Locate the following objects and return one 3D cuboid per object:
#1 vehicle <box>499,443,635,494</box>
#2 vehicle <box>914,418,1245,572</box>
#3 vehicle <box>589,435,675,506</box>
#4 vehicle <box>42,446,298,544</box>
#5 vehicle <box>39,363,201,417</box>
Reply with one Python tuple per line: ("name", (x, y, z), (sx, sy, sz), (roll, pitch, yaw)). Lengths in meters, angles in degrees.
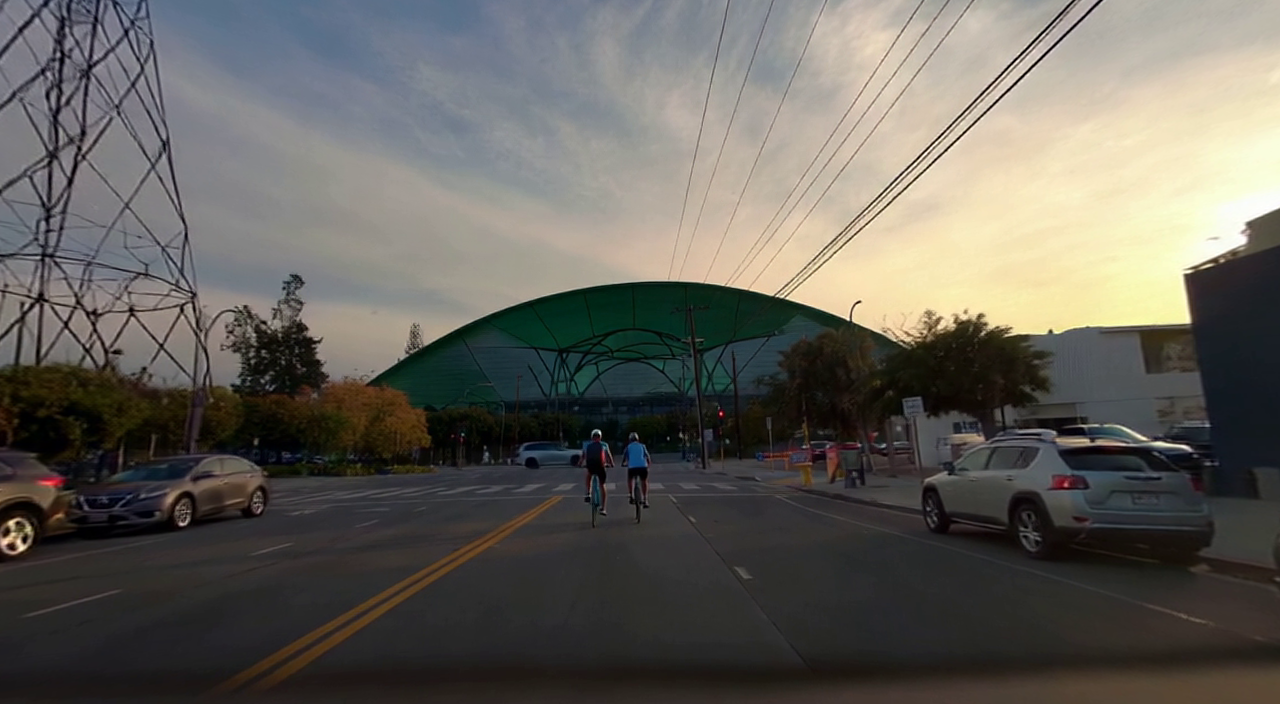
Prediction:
("vehicle", (-2.945, 4.592, 25.282), (4.961, 1.832, 2.287), (3, -9, -21))
("vehicle", (5.829, 1.902, 9.164), (1.873, 1.714, 3.979), (0, -8, 0))
("vehicle", (-0.171, 3.321, 18.174), (2.190, 1.783, 4.048), (0, -8, 1))
("vehicle", (-10.240, 3.079, 14.445), (2.075, 1.816, 4.900), (0, -8, 0))
("vehicle", (-17.107, 1.302, 20.942), (3.685, 1.584, 1.708), (1, -9, -3))
